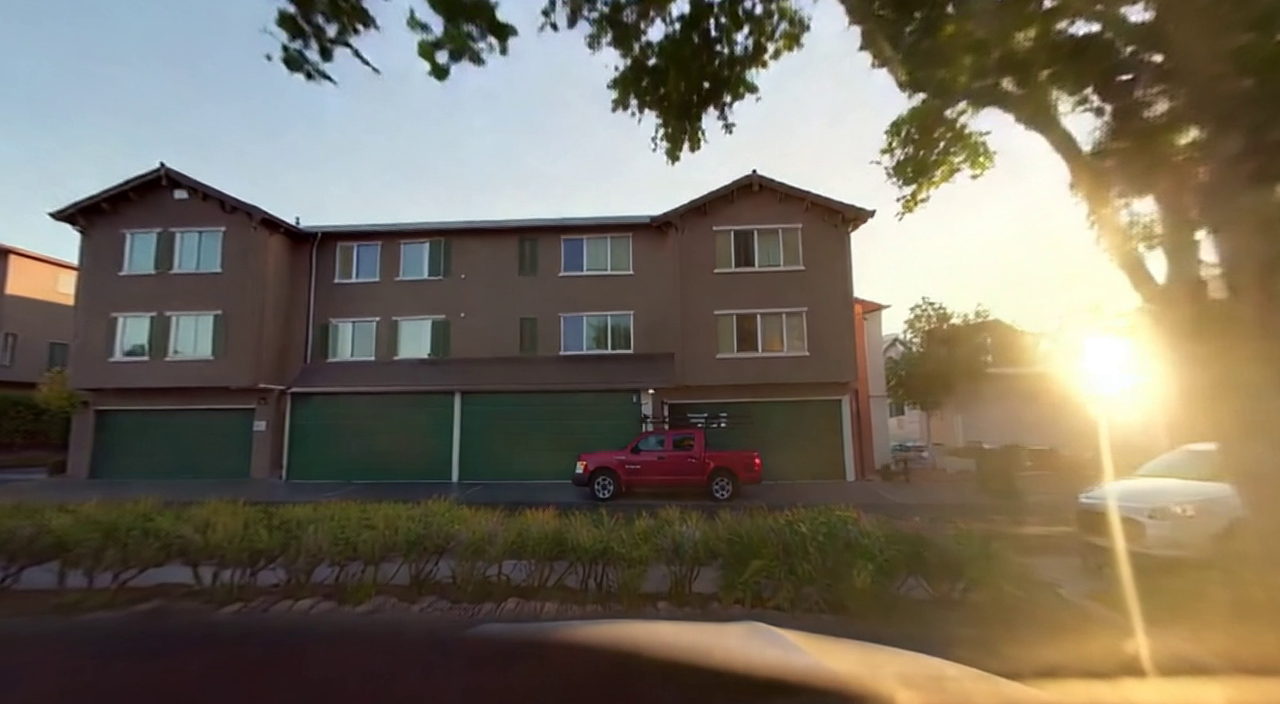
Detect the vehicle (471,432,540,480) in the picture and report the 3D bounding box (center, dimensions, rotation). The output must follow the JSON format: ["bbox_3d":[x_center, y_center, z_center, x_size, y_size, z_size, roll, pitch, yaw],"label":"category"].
[{"bbox_3d":[-5.366,4.174,25.635,1.869,1.460,3.826,-3,-4,0],"label":"vehicle"}]

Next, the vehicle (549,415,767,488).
[{"bbox_3d":[0.449,2.734,17.441,5.600,1.835,2.161,0,-9,-1],"label":"vehicle"}]

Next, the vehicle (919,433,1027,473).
[{"bbox_3d":[14.826,4.543,28.267,3.770,1.496,1.951,3,-10,0],"label":"vehicle"}]

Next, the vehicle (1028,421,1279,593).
[{"bbox_3d":[7.531,1.752,7.875,4.074,1.617,2.112,-1,-5,-8],"label":"vehicle"}]
